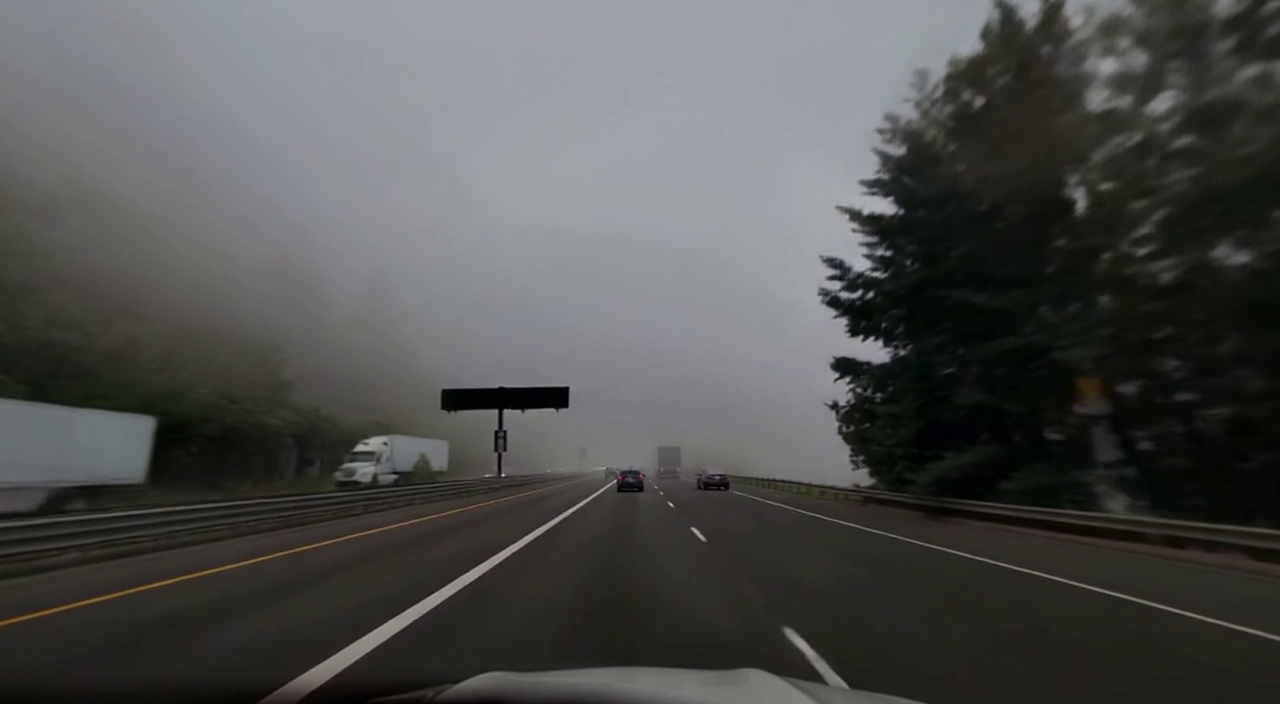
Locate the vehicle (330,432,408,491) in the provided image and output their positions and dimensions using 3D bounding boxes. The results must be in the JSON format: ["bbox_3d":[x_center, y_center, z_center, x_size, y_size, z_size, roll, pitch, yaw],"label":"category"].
[{"bbox_3d":[-19.764,8.081,46.422,2.911,4.025,5.844,1,-10,0],"label":"vehicle"}]

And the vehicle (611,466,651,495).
[{"bbox_3d":[-0.485,6.823,33.630,2.010,1.436,3.973,1,-10,-1],"label":"vehicle"}]

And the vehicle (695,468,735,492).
[{"bbox_3d":[4.835,8.297,41.018,1.897,1.476,4.334,1,-10,-2],"label":"vehicle"}]

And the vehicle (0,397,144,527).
[{"bbox_3d":[-20.354,3.024,17.468,3.000,3.760,12.315,1,-10,1],"label":"vehicle"}]
